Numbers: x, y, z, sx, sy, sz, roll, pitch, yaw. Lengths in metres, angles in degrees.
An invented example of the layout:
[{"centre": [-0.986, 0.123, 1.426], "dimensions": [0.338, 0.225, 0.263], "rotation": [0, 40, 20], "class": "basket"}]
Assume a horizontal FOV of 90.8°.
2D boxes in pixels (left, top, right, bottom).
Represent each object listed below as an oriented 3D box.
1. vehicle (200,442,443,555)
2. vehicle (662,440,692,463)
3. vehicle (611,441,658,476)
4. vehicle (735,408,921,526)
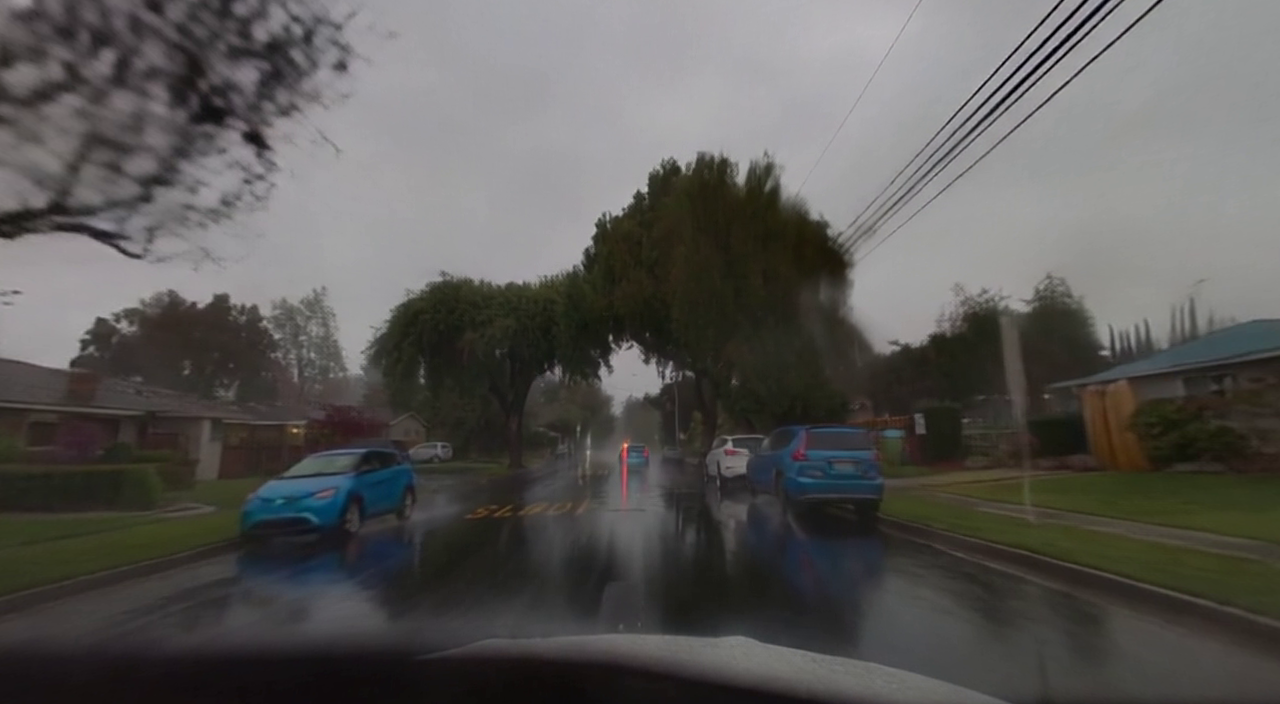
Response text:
[{"centre": [-5.319, 2.439, 11.421], "dimensions": [1.984, 1.498, 4.508], "rotation": [-3, -8, 2], "class": "vehicle"}, {"centre": [2.863, 7.757, 49.324], "dimensions": [1.978, 1.690, 4.306], "rotation": [0, -8, -1], "class": "vehicle"}, {"centre": [-0.276, 4.840, 28.987], "dimensions": [2.000, 1.449, 4.006], "rotation": [0, -8, -1], "class": "vehicle"}, {"centre": [3.533, 2.297, 13.143], "dimensions": [2.221, 1.960, 4.927], "rotation": [0, -8, -1], "class": "vehicle"}]
